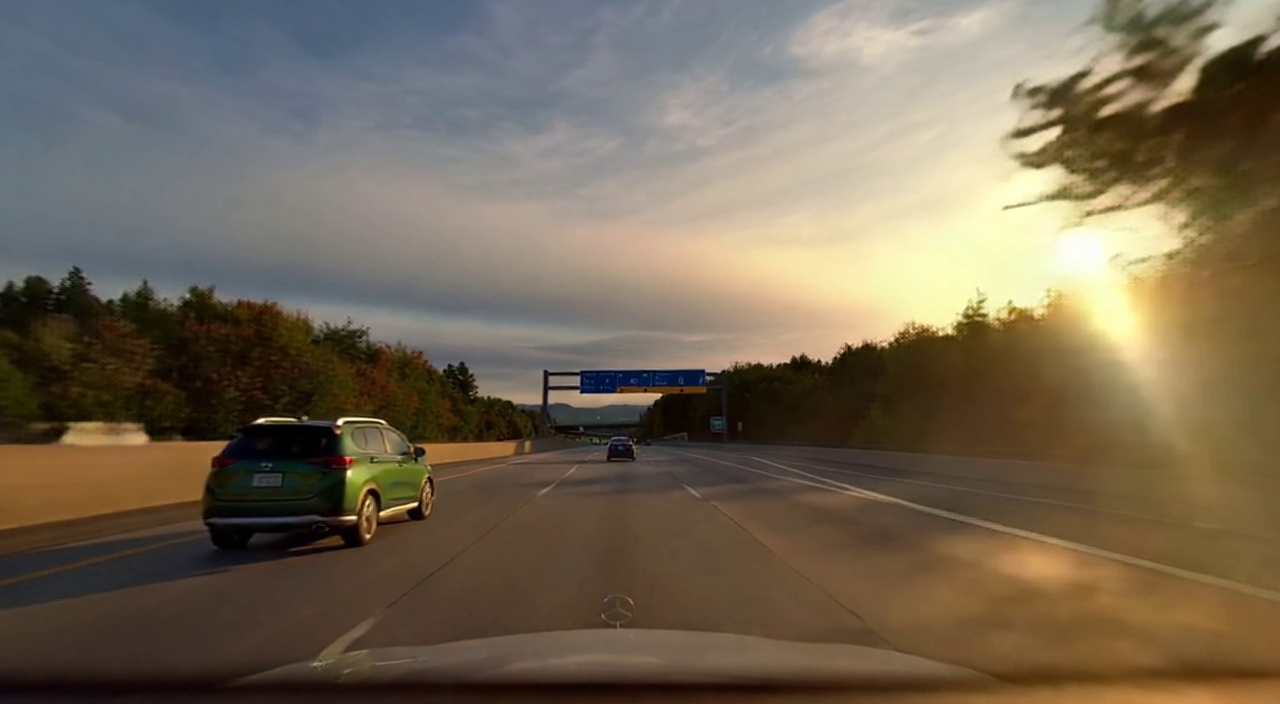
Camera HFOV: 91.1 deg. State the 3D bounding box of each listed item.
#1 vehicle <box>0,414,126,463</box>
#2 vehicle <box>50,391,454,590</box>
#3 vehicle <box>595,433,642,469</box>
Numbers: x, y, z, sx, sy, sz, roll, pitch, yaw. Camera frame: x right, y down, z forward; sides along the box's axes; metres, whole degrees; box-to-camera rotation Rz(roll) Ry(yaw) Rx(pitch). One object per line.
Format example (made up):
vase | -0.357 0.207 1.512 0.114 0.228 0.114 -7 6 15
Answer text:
vehicle | -20.439 2.948 21.430 2.003 1.476 4.565 0 -8 -1
vehicle | -3.997 1.485 7.707 2.111 1.689 4.505 0 -8 -1
vehicle | -0.959 4.513 28.965 2.010 1.534 4.013 0 -8 -2
